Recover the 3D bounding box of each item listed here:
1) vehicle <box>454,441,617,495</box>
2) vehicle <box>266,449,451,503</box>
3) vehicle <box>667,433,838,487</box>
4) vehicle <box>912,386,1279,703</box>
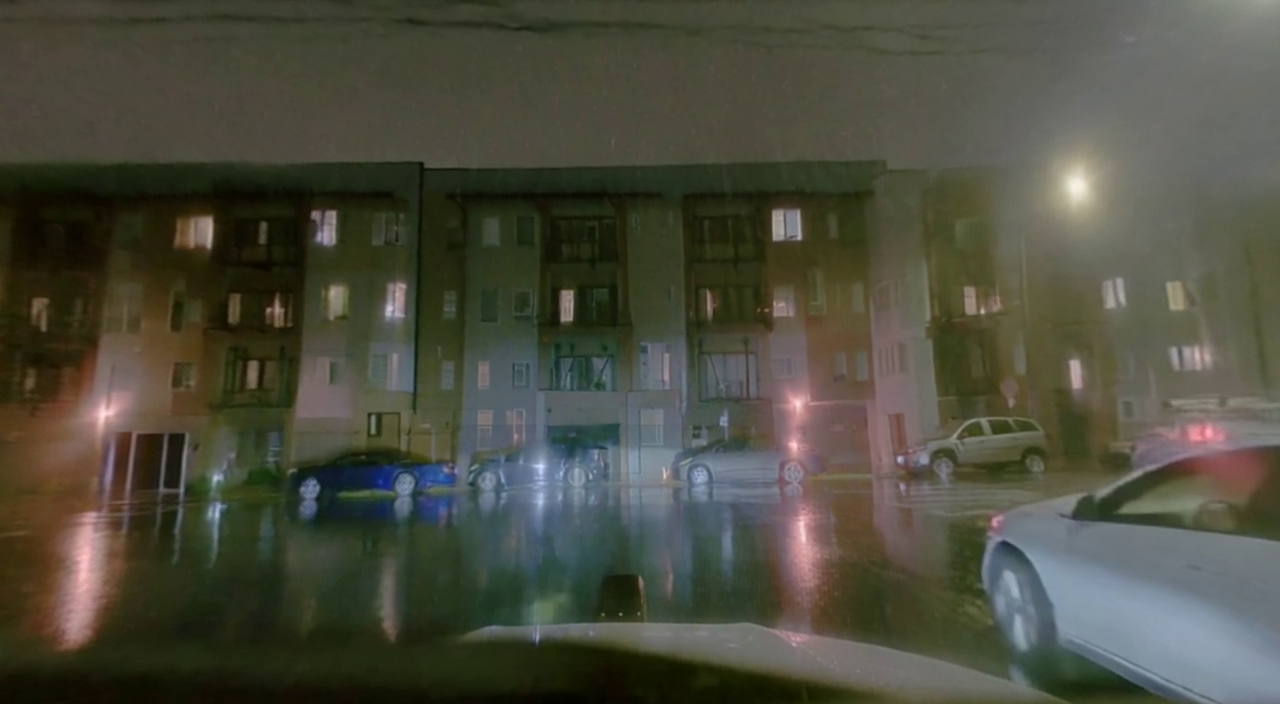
[{"bbox_3d":[-2.950,3.372,18.515,4.489,1.470,1.776,1,-9,-4],"label":"vehicle"},{"bbox_3d":[-7.882,3.501,18.104,4.423,1.449,1.813,1,-9,-6],"label":"vehicle"},{"bbox_3d":[3.243,3.190,18.828,4.681,1.480,1.817,1,-9,-4],"label":"vehicle"},{"bbox_3d":[3.186,0.994,2.938,1.991,1.489,4.693,0,-9,4],"label":"vehicle"}]
